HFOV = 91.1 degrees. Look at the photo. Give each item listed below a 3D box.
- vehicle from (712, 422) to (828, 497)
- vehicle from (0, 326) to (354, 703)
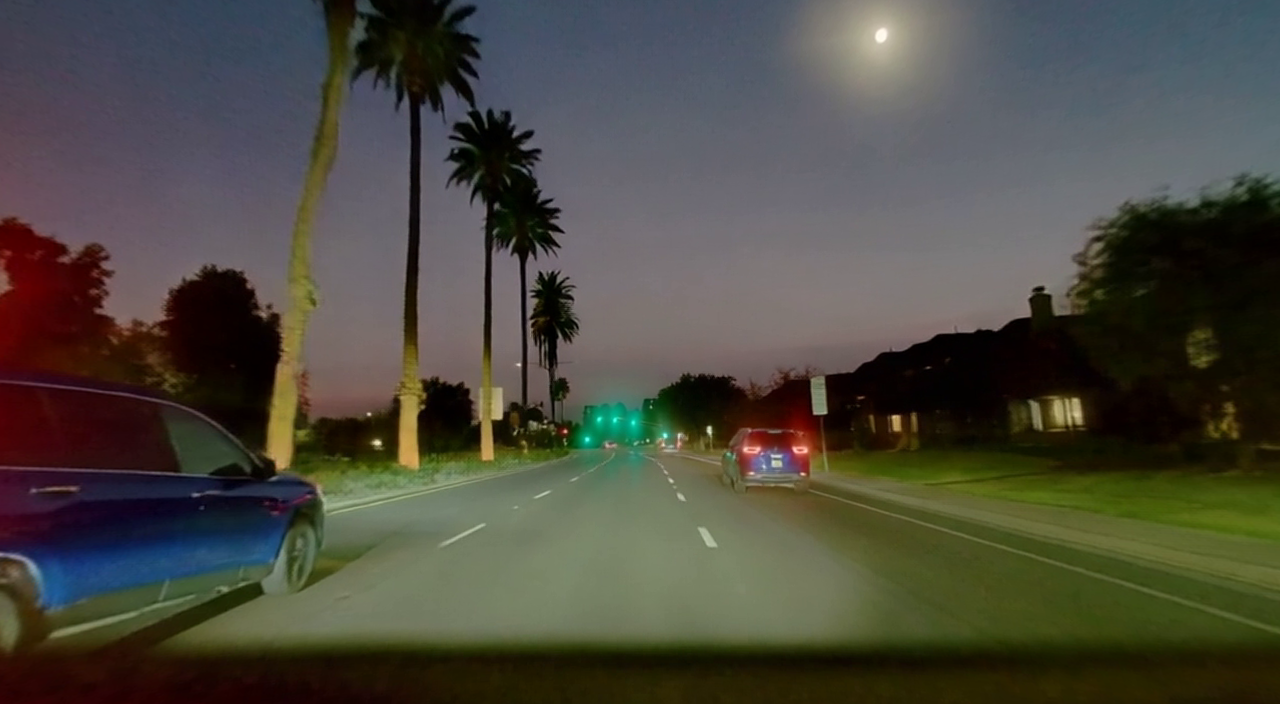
[{"bbox_3d":[3.427,2.939,17.593,2.195,1.804,4.658,0,-8,-1],"label":"vehicle"},{"bbox_3d":[-3.888,0.897,3.590,2.150,1.768,4.868,0,-8,1],"label":"vehicle"}]
